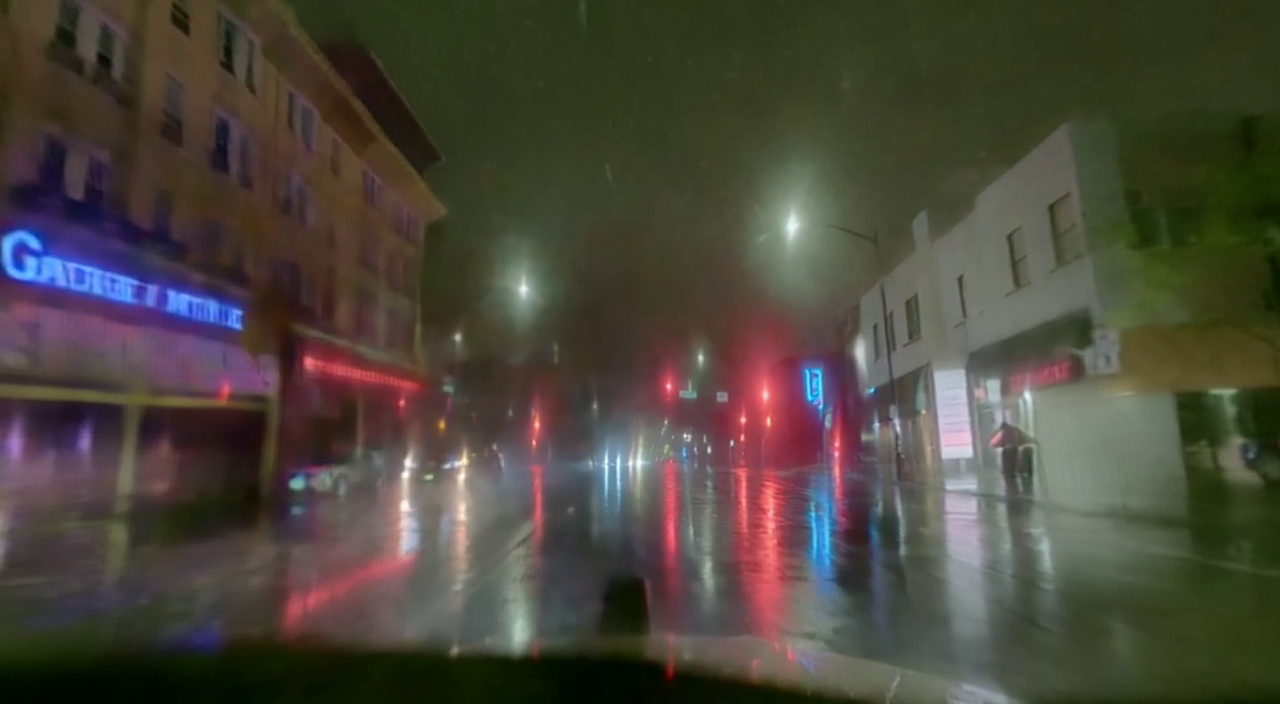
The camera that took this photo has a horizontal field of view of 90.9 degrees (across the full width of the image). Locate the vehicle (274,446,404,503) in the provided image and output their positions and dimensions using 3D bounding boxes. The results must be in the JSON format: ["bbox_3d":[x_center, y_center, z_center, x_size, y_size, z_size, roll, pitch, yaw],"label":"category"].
[{"bbox_3d":[-9.194,3.736,19.756,1.908,1.529,4.522,0,-8,-1],"label":"vehicle"}]

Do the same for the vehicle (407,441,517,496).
[{"bbox_3d":[-5.341,3.527,19.578,1.984,1.489,4.515,0,-8,2],"label":"vehicle"}]
